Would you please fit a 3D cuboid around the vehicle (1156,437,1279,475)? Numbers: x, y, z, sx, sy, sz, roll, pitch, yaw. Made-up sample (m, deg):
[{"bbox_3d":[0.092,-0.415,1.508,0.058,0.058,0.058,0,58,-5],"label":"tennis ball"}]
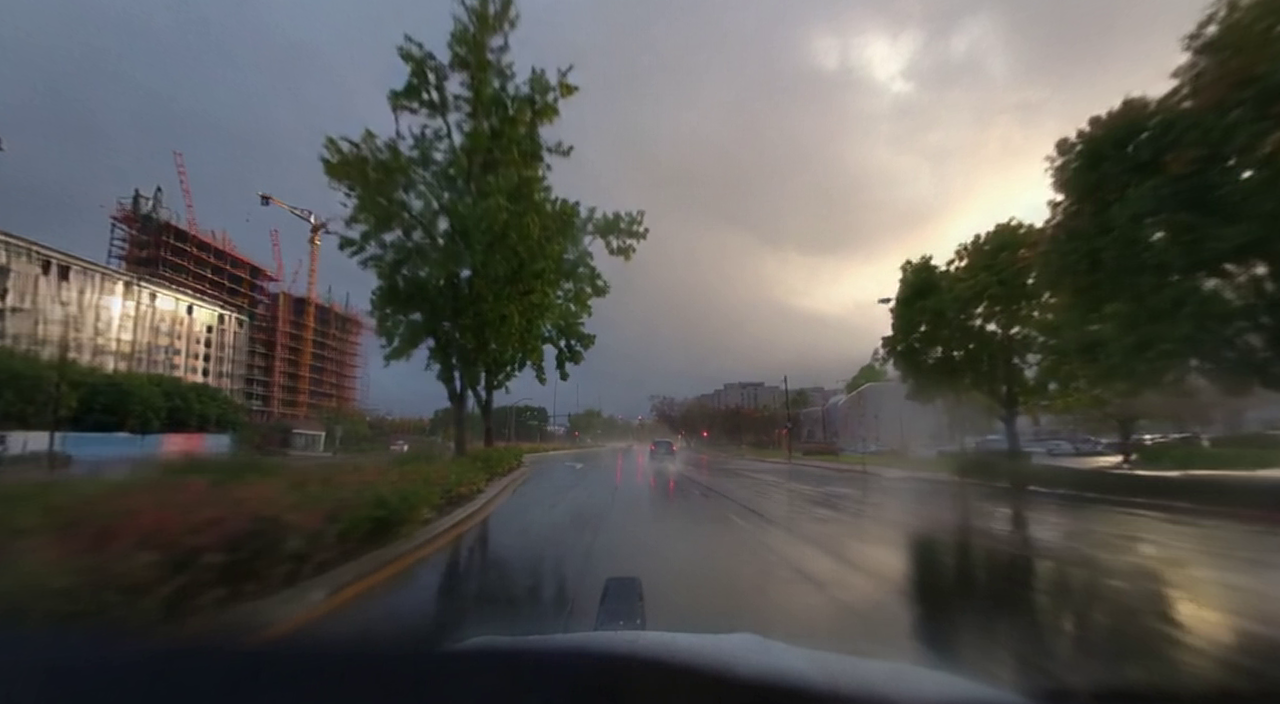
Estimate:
[{"bbox_3d":[32.993,5.780,35.721,2.283,1.875,6.308,-1,-8,0],"label":"vehicle"}]
